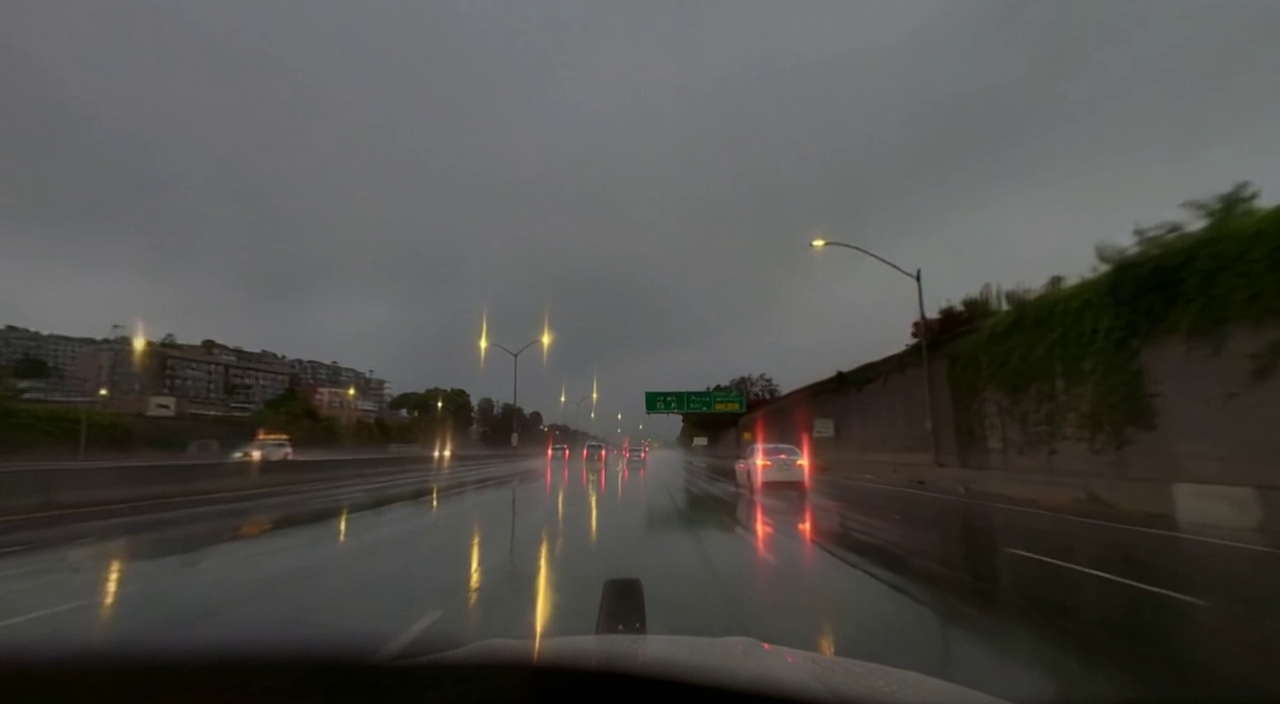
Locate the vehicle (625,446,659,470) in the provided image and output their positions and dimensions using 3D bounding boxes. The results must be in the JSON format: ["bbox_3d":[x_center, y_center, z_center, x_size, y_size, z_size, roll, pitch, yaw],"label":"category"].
[{"bbox_3d":[0.146,7.112,42.556,2.166,1.496,4.158,0,-9,0],"label":"vehicle"}]

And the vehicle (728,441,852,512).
[{"bbox_3d":[3.641,3.101,16.250,2.077,1.527,4.553,0,-9,0],"label":"vehicle"}]

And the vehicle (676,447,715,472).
[{"bbox_3d":[3.467,6.789,40.006,2.036,1.517,4.256,0,-9,-1],"label":"vehicle"}]

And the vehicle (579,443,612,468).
[{"bbox_3d":[-3.160,7.495,45.753,2.091,1.664,4.157,0,-9,0],"label":"vehicle"}]

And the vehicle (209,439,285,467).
[{"bbox_3d":[-23.308,5.981,37.510,1.967,1.530,3.845,0,-9,1],"label":"vehicle"}]
